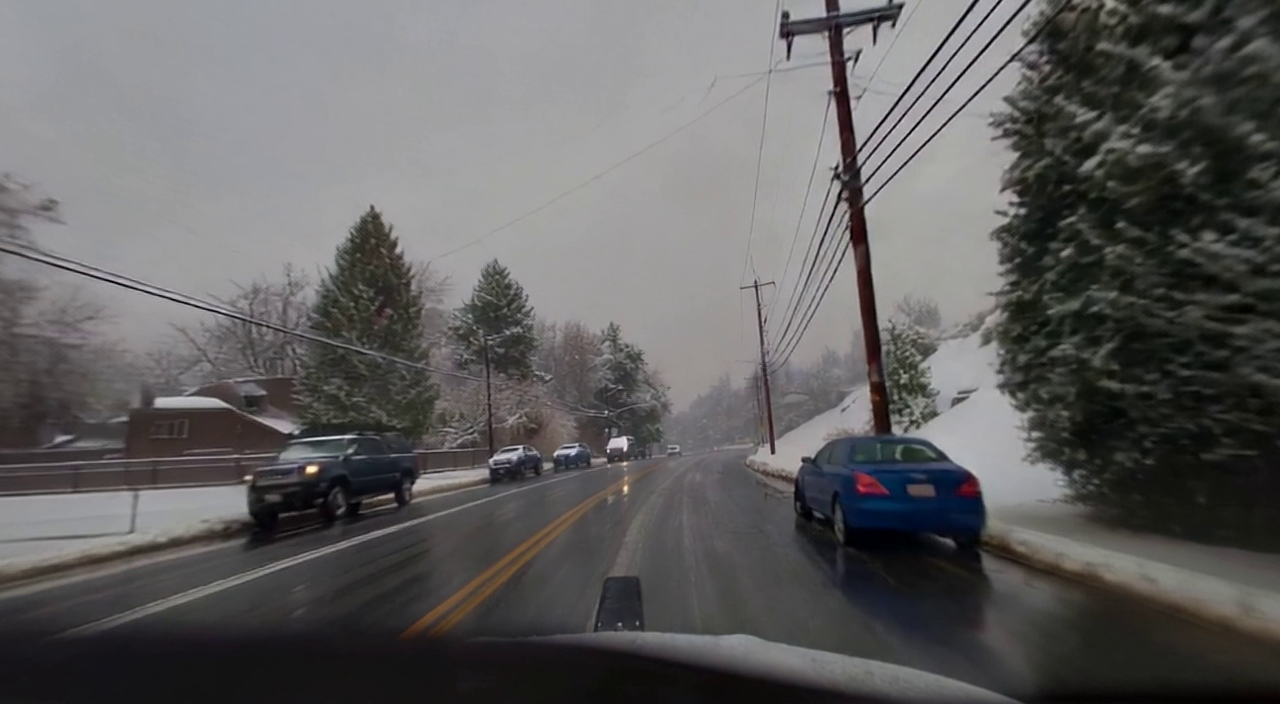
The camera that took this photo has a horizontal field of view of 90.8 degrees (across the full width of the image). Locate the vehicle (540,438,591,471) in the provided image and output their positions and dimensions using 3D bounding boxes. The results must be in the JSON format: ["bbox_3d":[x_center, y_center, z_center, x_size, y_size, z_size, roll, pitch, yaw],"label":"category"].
[{"bbox_3d":[-4.437,6.226,38.070,1.927,1.542,3.886,-9,-13,7],"label":"vehicle"}]

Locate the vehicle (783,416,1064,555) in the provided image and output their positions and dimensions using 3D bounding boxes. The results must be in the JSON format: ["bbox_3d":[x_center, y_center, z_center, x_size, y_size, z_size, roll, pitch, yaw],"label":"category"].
[{"bbox_3d":[3.550,1.771,9.078,2.054,1.470,4.504,0,-9,2],"label":"vehicle"}]

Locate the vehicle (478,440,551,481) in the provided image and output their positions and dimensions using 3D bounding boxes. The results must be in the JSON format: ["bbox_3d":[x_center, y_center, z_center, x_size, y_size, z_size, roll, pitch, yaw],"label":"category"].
[{"bbox_3d":[-5.594,4.990,28.802,1.840,1.523,4.333,4,-11,8],"label":"vehicle"}]

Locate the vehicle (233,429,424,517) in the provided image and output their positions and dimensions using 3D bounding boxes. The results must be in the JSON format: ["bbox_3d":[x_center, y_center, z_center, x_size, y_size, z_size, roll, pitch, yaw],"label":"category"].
[{"bbox_3d":[-6.950,2.816,14.779,2.025,1.715,4.363,-1,-11,3],"label":"vehicle"}]
